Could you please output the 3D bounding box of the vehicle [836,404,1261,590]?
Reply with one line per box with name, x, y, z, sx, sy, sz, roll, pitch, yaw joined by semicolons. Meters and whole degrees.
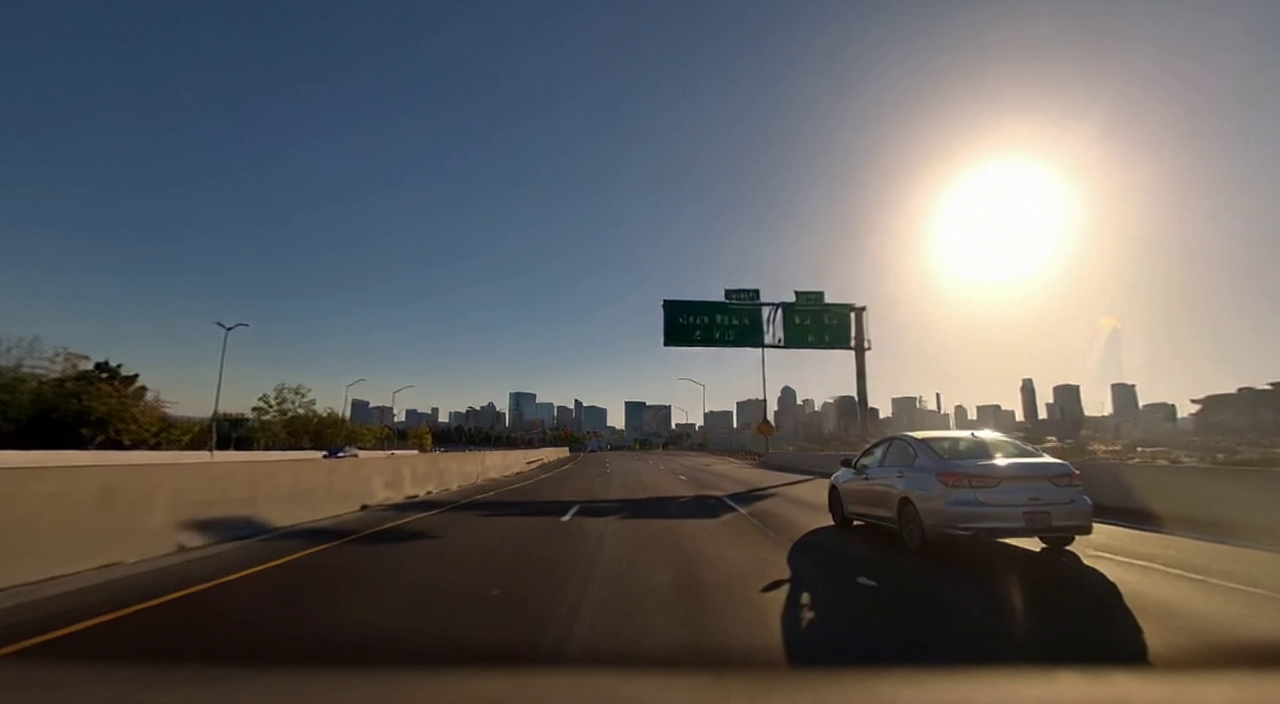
vehicle;4.261;1.589;7.837;2.104;1.575;4.698;0;-8;0
